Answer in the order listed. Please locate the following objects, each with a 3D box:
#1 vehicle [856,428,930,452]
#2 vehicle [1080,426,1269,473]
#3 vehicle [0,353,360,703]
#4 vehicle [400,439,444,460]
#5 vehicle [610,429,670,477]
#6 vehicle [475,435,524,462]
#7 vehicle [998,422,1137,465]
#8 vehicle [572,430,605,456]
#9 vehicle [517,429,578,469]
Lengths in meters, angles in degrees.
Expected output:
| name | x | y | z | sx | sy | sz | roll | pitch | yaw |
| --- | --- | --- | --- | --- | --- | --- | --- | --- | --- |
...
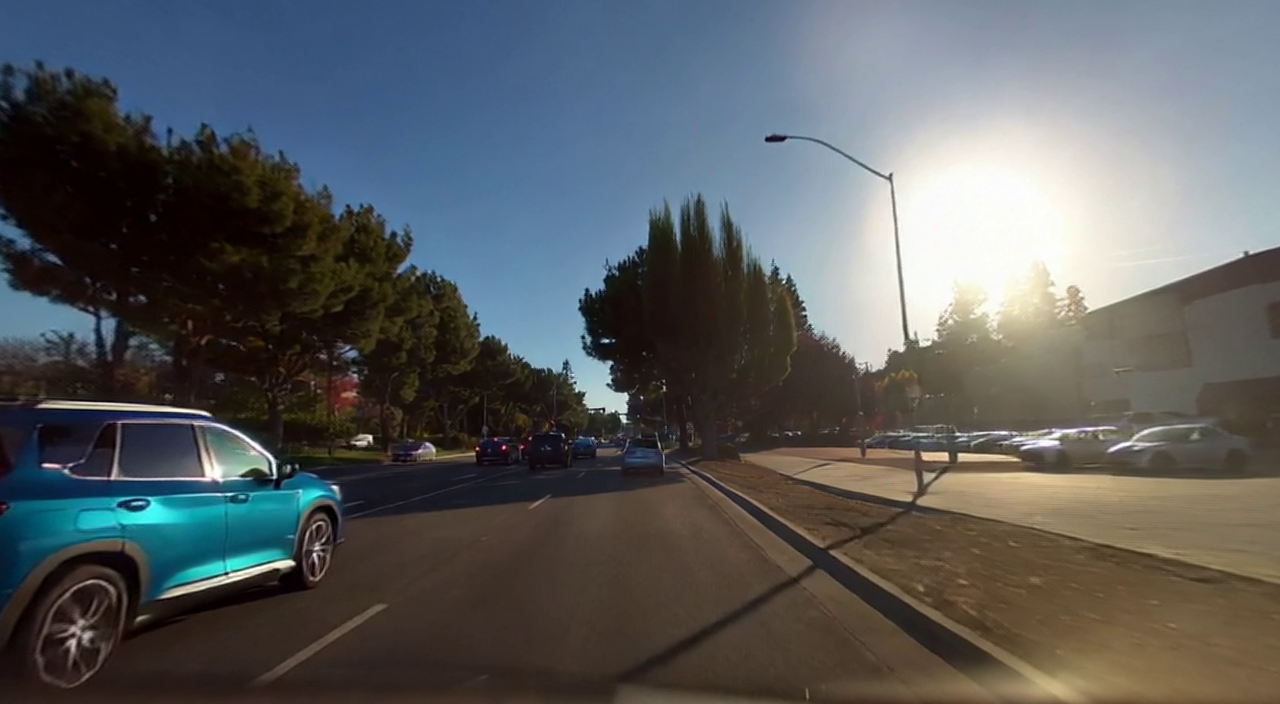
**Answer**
| name | x | y | z | sx | sy | sz | roll | pitch | yaw |
| --- | --- | --- | --- | --- | --- | --- | --- | --- | --- |
| vehicle | 17.526 | 6.121 | 43.651 | 4.329 | 1.656 | 1.873 | 0 | -8 | 1 |
| vehicle | 17.504 | 3.207 | 20.711 | 4.460 | 1.449 | 1.959 | 0 | -8 | -2 |
| vehicle | -3.778 | 1.019 | 3.964 | 2.070 | 1.641 | 4.152 | 0 | -8 | 0 |
| vehicle | -16.321 | 7.311 | 47.114 | 1.984 | 1.497 | 3.816 | 0 | -8 | -1 |
| vehicle | -0.006 | 3.772 | 23.671 | 2.042 | 1.641 | 4.187 | 0 | -8 | 0 |
| vehicle | -8.100 | 5.631 | 36.652 | 1.926 | 1.463 | 4.450 | 0 | -8 | -1 |
| vehicle | 17.267 | 3.719 | 25.484 | 4.290 | 1.664 | 1.893 | 1 | -8 | -3 |
| vehicle | -3.781 | 6.759 | 46.659 | 2.047 | 1.810 | 4.414 | 0 | -8 | 0 |
| vehicle | -4.228 | 4.501 | 29.332 | 2.113 | 1.713 | 4.422 | 0 | -8 | 1 |
